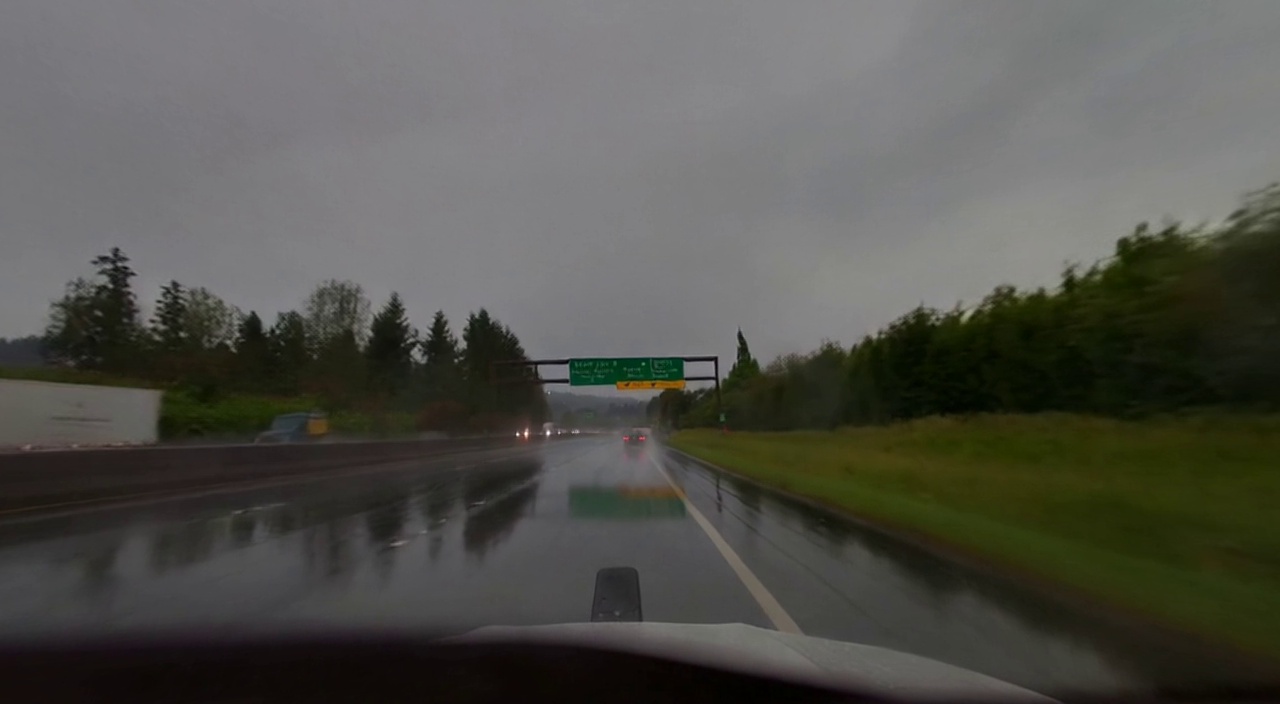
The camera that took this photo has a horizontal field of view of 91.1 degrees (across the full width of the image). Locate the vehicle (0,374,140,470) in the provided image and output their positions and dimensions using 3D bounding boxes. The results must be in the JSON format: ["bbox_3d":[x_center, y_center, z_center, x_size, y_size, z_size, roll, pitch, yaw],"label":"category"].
[{"bbox_3d":[-24.317,2.651,23.535,2.715,3.424,10.329,0,-8,-1],"label":"vehicle"}]

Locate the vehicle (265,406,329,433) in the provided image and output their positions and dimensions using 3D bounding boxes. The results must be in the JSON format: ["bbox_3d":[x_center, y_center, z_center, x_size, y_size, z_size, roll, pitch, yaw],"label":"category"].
[{"bbox_3d":[-20.770,4.137,38.216,1.694,1.520,3.886,0,-8,0],"label":"vehicle"}]
